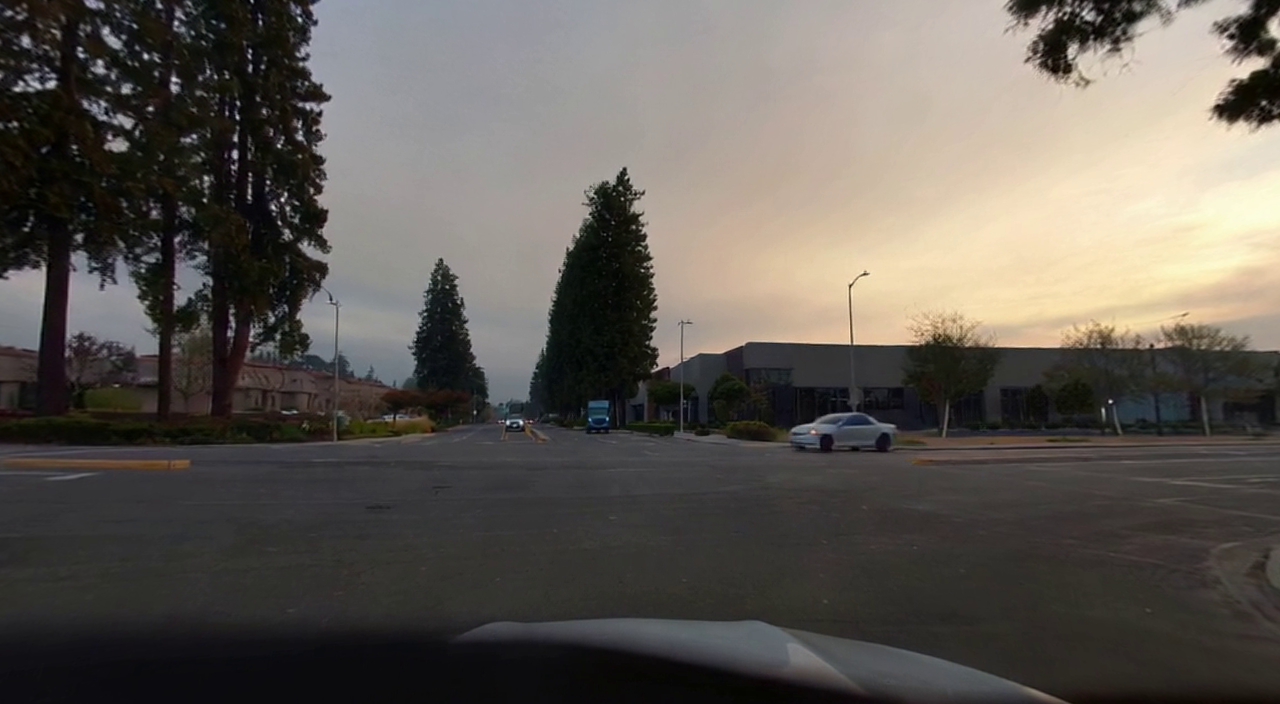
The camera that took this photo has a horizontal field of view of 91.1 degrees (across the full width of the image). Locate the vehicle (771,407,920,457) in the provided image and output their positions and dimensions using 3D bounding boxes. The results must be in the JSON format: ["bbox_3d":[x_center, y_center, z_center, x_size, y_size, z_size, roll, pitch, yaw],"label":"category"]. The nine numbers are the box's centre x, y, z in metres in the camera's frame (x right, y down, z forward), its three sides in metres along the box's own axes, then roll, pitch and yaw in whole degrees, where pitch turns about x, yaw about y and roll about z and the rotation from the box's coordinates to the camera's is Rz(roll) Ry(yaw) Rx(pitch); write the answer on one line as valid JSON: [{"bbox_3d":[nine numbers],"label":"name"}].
[{"bbox_3d":[8.079,3.191,24.788,5.333,1.837,2.124,3,-9,-20],"label":"vehicle"}]
